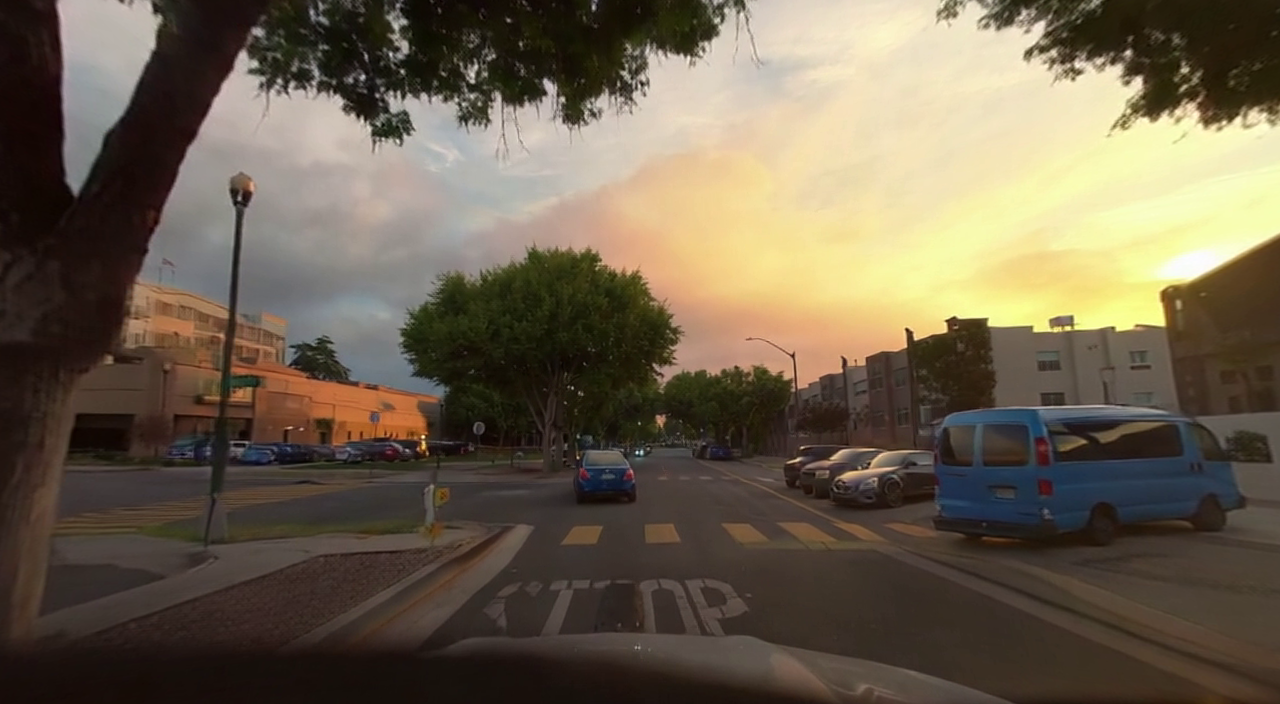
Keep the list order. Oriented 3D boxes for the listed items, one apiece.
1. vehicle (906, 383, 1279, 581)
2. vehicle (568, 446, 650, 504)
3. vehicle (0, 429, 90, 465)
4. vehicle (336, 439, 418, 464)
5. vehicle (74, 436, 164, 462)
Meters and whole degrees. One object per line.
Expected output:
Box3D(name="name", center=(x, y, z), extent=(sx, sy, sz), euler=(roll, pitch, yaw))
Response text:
Box3D(name="vehicle", center=(6.697, 1.736, 9.086), extent=(5.385, 2.146, 2.143), euler=(4, -10, -25))
Box3D(name="vehicle", center=(-0.974, 3.457, 18.290), extent=(2.065, 1.450, 4.522), euler=(1, -9, -5))
Box3D(name="vehicle", center=(-31.766, 4.924, 32.740), extent=(4.438, 1.814, 2.044), euler=(0, -9, -1))
Box3D(name="vehicle", center=(-18.337, 6.951, 44.249), extent=(4.892, 1.679, 1.927), euler=(1, -9, -6))
Box3D(name="vehicle", center=(-31.780, 5.929, 38.596), extent=(3.915, 1.574, 1.850), euler=(-1, -9, 4))
